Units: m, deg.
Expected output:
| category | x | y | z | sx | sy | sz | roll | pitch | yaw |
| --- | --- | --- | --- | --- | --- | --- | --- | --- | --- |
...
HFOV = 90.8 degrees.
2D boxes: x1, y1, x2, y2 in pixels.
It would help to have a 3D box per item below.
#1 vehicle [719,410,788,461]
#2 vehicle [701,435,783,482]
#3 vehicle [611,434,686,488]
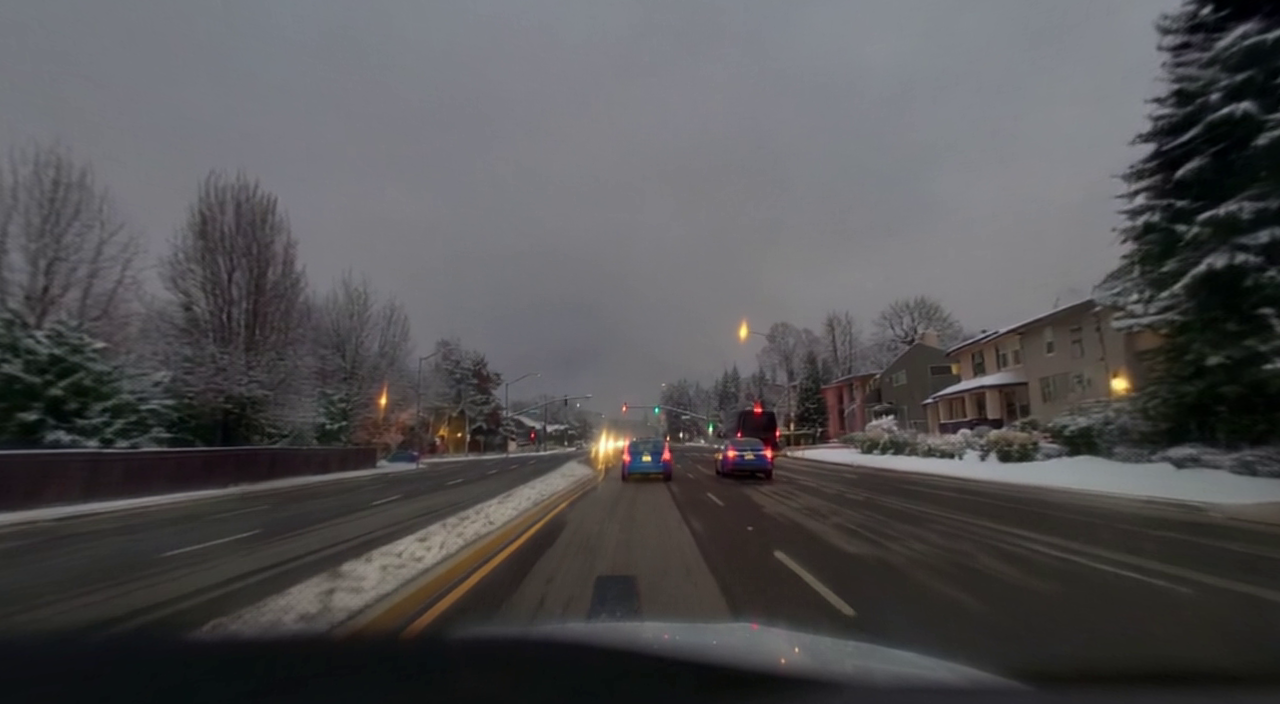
| category | x | y | z | sx | sy | sz | roll | pitch | yaw |
| --- | --- | --- | --- | --- | --- | --- | --- | --- | --- |
| vehicle | 7.951 | 6.234 | 46.246 | 2.940 | 3.202 | 12.480 | 0 | -9 | 1 |
| vehicle | 3.550 | 3.816 | 22.869 | 2.161 | 1.519 | 4.568 | 0 | -9 | 0 |
| vehicle | 0.236 | 3.339 | 19.656 | 2.093 | 1.497 | 4.010 | 0 | -9 | 0 |
